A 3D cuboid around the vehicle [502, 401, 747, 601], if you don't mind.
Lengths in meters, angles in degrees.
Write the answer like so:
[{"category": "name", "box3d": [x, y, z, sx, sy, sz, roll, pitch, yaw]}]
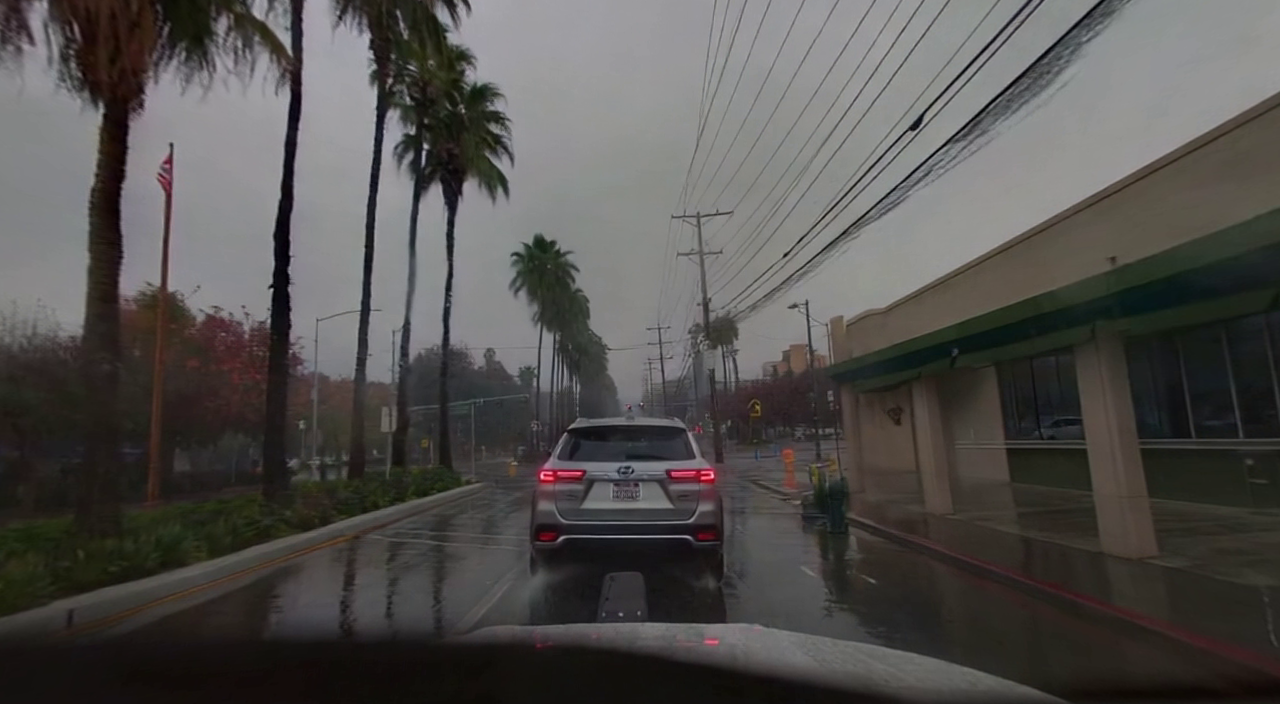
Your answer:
[{"category": "vehicle", "box3d": [-0.207, 1.560, 7.408, 2.105, 1.702, 3.750, 0, -8, -3]}]
